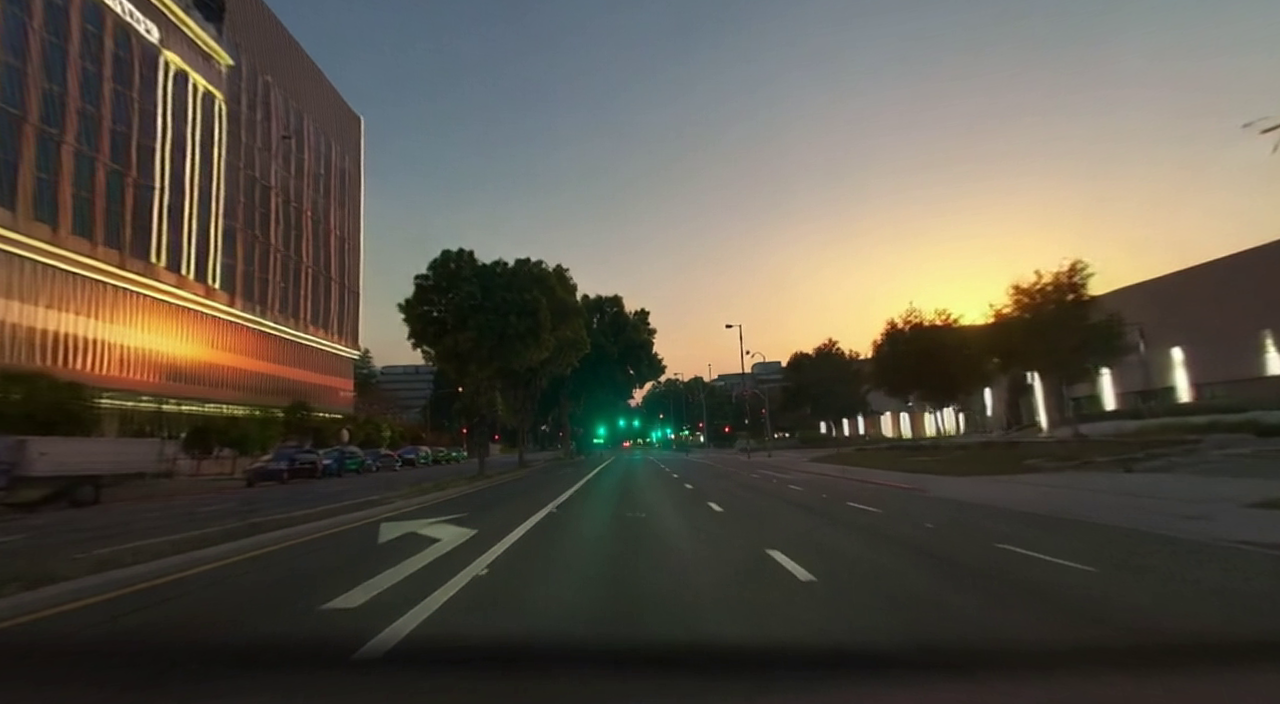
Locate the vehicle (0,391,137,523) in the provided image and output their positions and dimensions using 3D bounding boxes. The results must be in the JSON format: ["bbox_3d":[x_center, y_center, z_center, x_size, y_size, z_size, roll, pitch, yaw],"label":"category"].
[{"bbox_3d":[-15.384,2.396,14.348,2.335,2.896,6.785,-1,-9,-1],"label":"vehicle"}]

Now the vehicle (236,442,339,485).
[{"bbox_3d":[-15.569,4.920,28.266,1.950,1.749,5.006,1,-8,-4],"label":"vehicle"}]

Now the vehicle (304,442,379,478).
[{"bbox_3d":[-15.918,5.736,33.990,1.880,1.791,4.666,0,-8,-2],"label":"vehicle"}]

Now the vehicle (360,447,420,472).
[{"bbox_3d":[-15.497,6.661,39.405,1.776,1.468,5.089,0,-8,-1],"label":"vehicle"}]

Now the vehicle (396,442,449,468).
[{"bbox_3d":[-15.684,7.423,45.817,1.978,1.760,5.097,0,-8,0],"label":"vehicle"}]
